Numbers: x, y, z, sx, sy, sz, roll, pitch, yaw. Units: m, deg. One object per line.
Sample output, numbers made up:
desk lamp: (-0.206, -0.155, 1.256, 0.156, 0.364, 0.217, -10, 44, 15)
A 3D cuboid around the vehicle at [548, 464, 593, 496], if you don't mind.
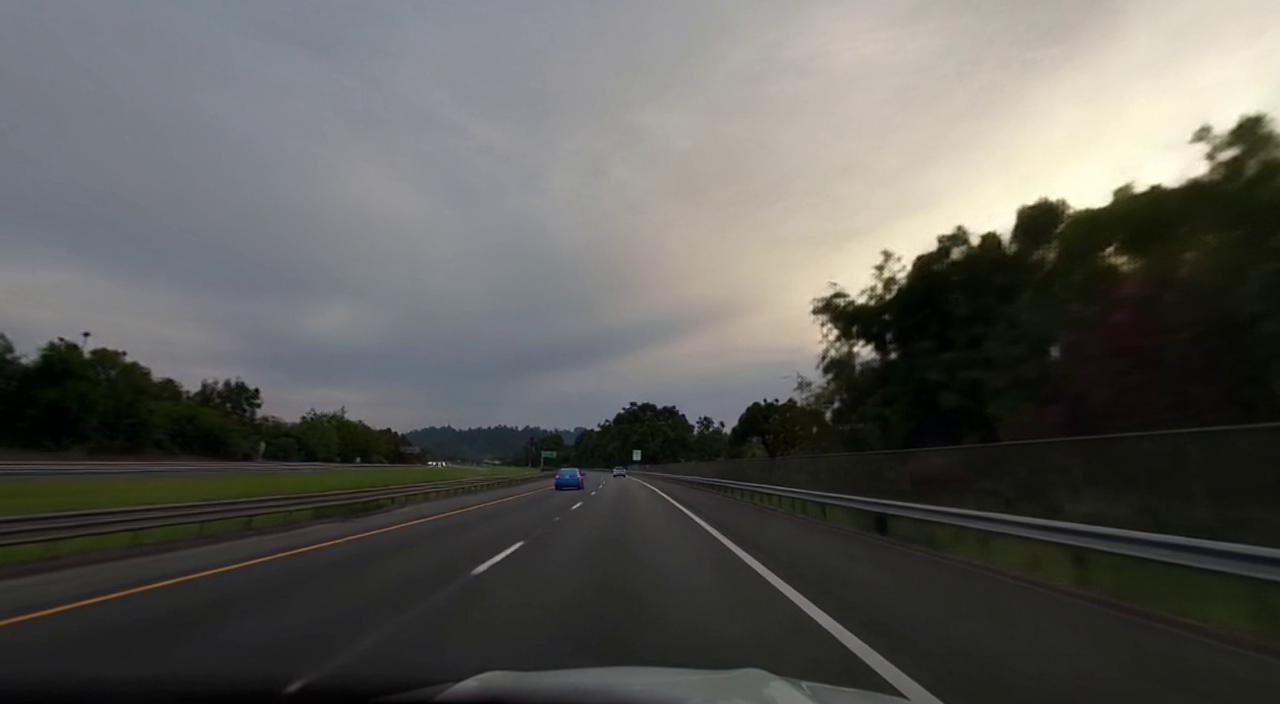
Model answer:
vehicle: (-3.652, 6.863, 33.915, 1.967, 1.556, 4.364, 1, -10, -1)
